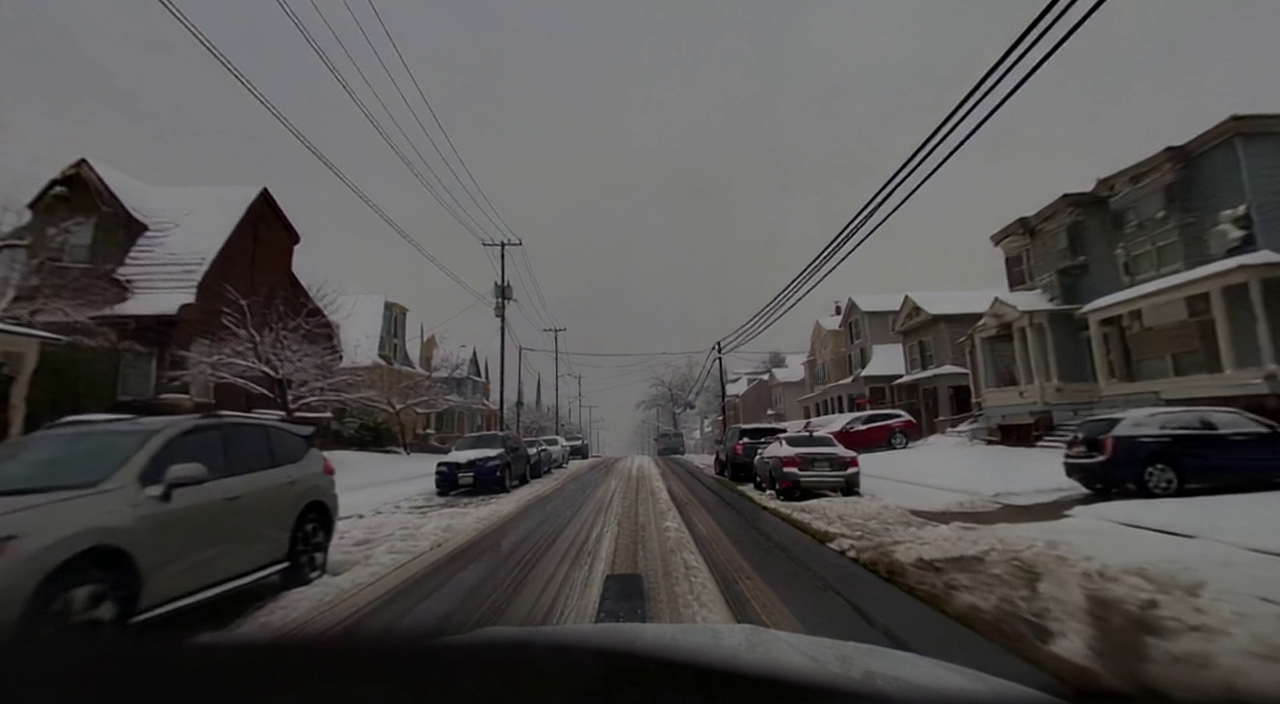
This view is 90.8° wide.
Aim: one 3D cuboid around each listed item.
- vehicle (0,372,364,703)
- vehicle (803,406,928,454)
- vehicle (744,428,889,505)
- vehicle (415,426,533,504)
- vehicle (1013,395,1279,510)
[{"bbox_3d":[-4.067,1.227,4.624,2.030,1.733,4.925,-3,-7,-2],"label":"vehicle"},{"bbox_3d":[8.836,3.101,25.054,4.170,1.811,1.978,0,-9,-1],"label":"vehicle"},{"bbox_3d":[3.625,2.451,13.928,2.083,1.407,4.506,-1,-9,3],"label":"vehicle"},{"bbox_3d":[-4.358,3.081,17.371,2.031,1.708,4.746,-3,-10,-1],"label":"vehicle"},{"bbox_3d":[9.089,1.549,10.157,4.881,1.513,2.008,-2,-8,-3],"label":"vehicle"}]
